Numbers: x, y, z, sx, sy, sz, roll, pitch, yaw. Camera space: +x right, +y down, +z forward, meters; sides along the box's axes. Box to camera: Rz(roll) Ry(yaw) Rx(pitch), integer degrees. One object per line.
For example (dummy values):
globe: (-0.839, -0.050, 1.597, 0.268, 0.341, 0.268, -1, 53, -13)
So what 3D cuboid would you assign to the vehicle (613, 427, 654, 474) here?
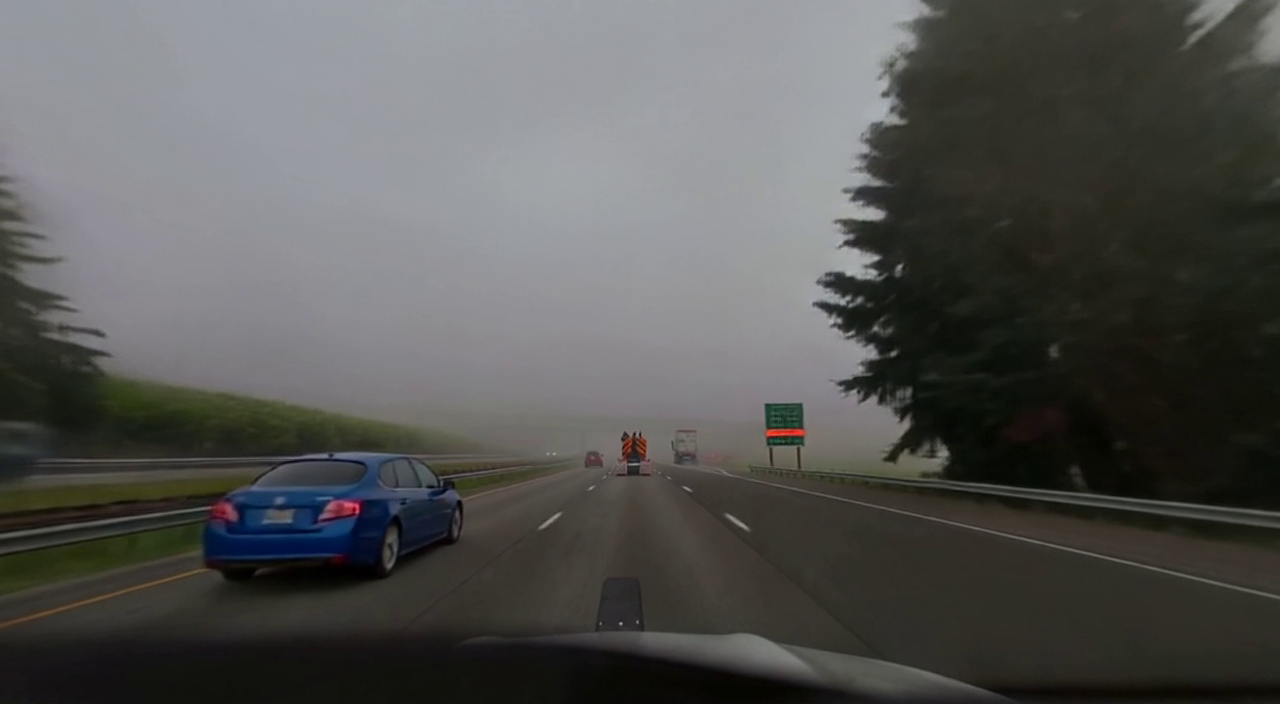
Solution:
vehicle: (-0.563, 6.966, 44.800, 2.672, 3.056, 6.900, 0, -9, -2)

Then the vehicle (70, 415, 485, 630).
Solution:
vehicle: (-3.327, 1.641, 7.048, 2.088, 1.643, 4.215, 0, -9, 0)
